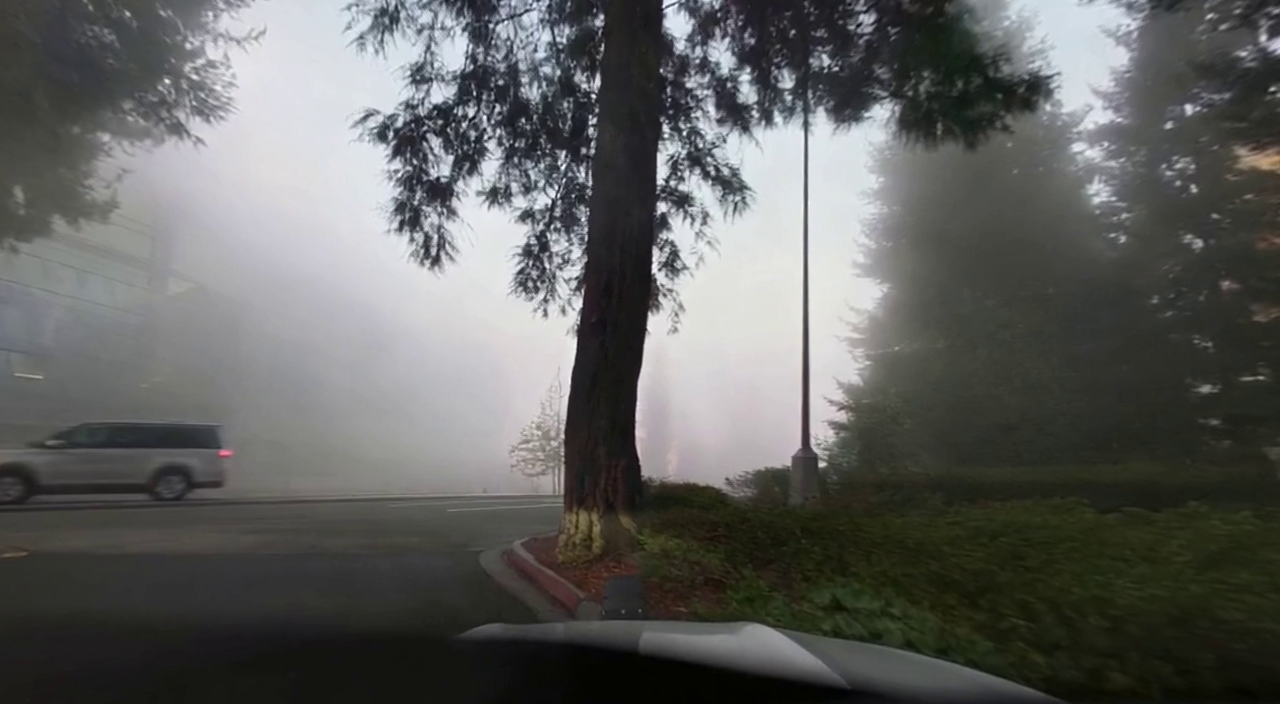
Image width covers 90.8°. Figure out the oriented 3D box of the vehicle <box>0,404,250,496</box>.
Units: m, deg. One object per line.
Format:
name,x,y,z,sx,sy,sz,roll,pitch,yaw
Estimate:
vehicle,-10.147,1.783,11.539,4.655,1.505,1.953,2,-9,-11
